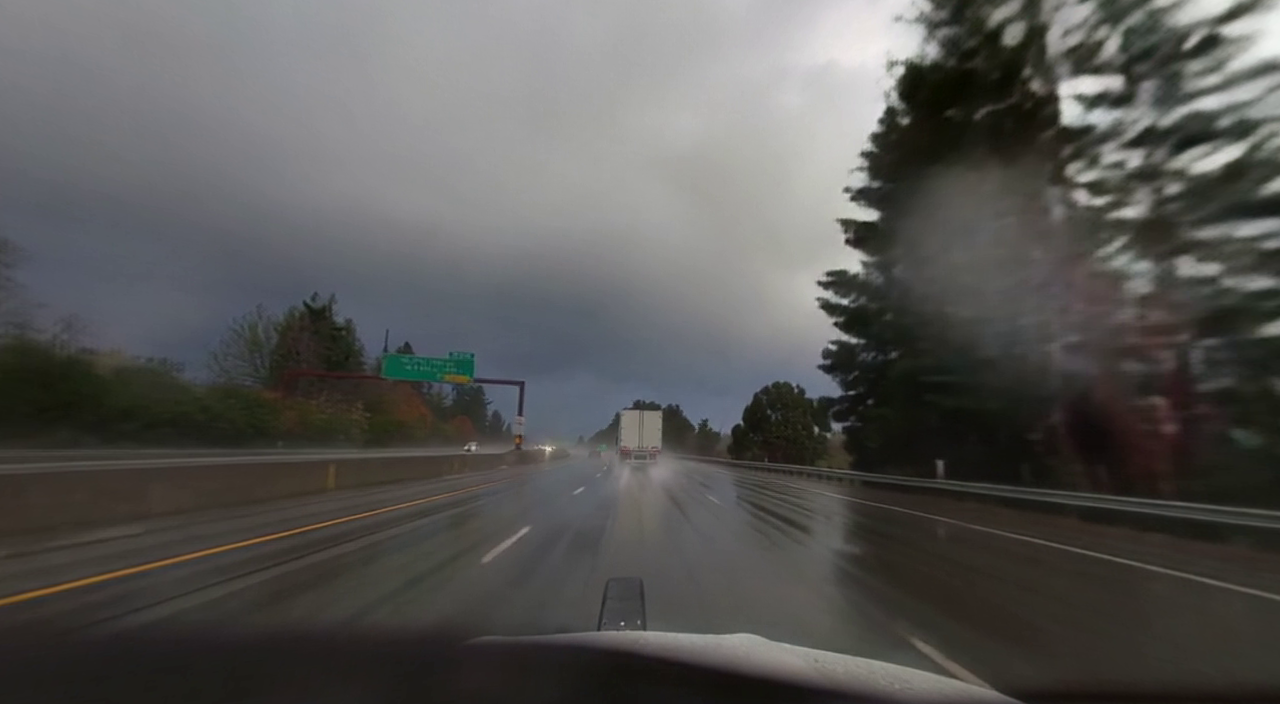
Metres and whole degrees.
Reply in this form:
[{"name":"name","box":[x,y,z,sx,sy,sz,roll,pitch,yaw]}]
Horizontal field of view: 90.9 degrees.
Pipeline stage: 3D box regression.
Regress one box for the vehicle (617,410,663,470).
[{"name":"vehicle","box":[-0.193,6.589,46.690,2.962,3.953,10.696,0,-9,-2]}]
